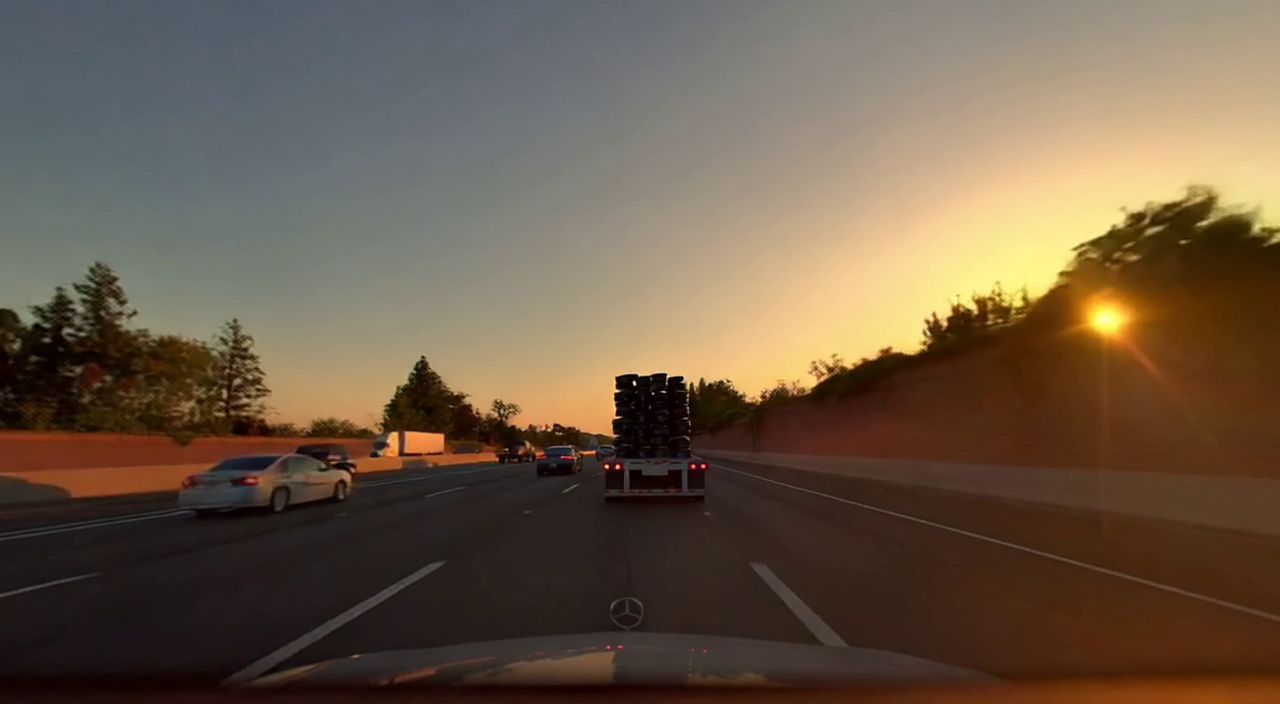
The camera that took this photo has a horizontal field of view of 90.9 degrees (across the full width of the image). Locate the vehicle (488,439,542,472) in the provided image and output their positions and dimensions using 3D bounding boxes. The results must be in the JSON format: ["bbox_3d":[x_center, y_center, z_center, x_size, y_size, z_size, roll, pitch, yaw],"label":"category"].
[{"bbox_3d":[-7.490,6.257,38.342,2.164,1.874,5.004,0,-8,0],"label":"vehicle"}]

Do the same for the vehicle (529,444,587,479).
[{"bbox_3d":[-3.653,4.959,28.874,1.974,1.475,4.538,0,-8,1],"label":"vehicle"}]

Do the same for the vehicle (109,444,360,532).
[{"bbox_3d":[-7.881,2.645,13.011,2.006,1.458,4.700,0,-8,1],"label":"vehicle"}]

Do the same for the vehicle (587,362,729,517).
[{"bbox_3d":[0.398,2.344,16.785,2.798,3.071,8.412,0,-8,1],"label":"vehicle"}]
